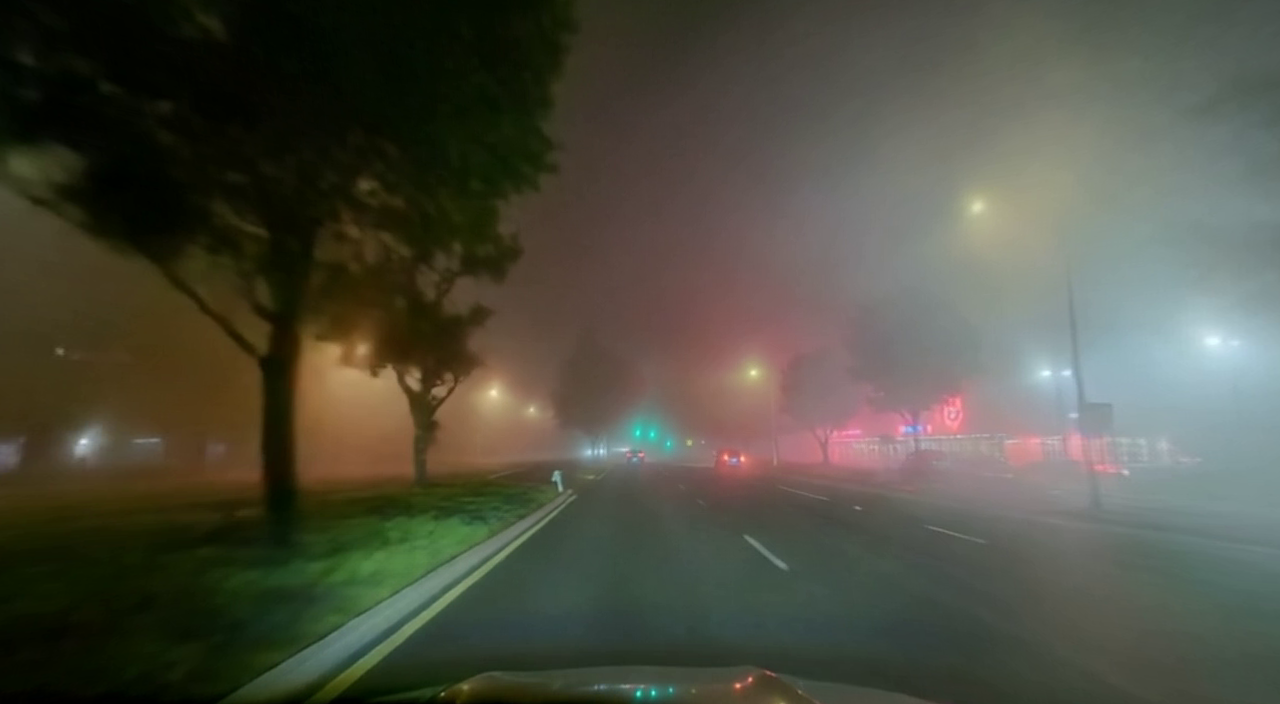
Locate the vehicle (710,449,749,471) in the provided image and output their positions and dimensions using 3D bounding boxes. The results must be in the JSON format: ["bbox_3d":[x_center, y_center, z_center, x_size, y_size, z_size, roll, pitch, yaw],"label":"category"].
[{"bbox_3d":[6.325,7.677,45.257,2.024,1.475,4.600,0,-9,-2],"label":"vehicle"}]

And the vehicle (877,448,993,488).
[{"bbox_3d":[13.461,5.277,29.000,4.281,1.719,1.983,0,-9,-1],"label":"vehicle"}]
